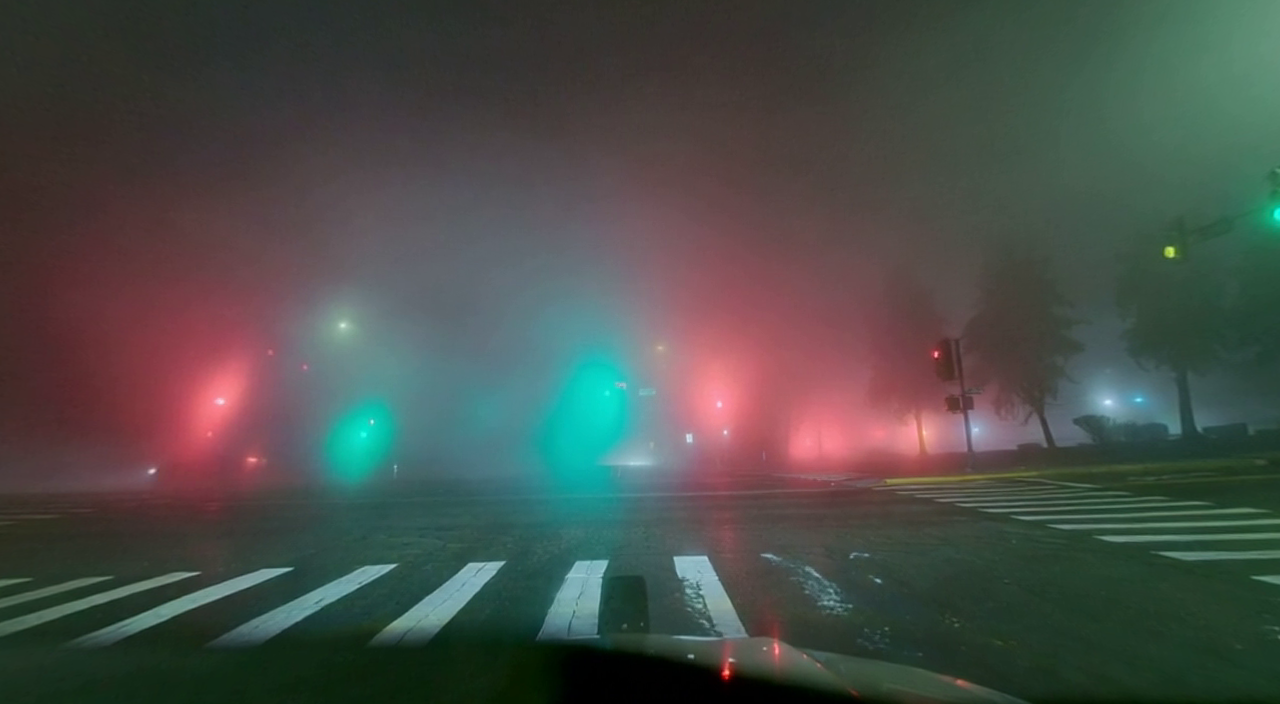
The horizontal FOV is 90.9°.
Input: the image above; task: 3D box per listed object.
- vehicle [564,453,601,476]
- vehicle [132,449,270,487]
[{"bbox_3d":[-4.481,8.844,49.831,2.030,1.704,4.205,-1,-8,7],"label":"vehicle"},{"bbox_3d":[-23.476,6.197,33.878,5.762,1.886,2.241,0,-8,2],"label":"vehicle"}]
